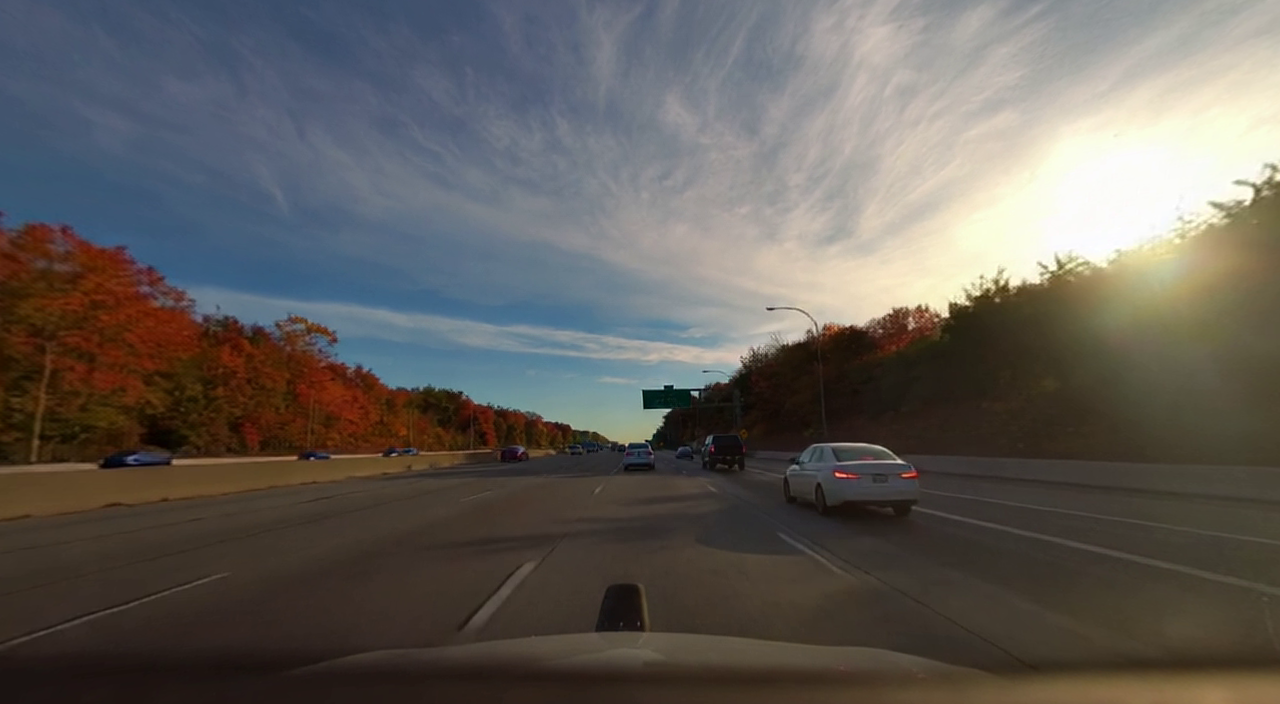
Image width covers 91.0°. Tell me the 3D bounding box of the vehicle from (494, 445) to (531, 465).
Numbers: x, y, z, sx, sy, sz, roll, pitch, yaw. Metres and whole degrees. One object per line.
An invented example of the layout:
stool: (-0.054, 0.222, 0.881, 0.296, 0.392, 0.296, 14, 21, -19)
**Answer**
vehicle: (-9.960, 8.077, 49.475, 1.989, 1.529, 4.433, 0, -9, 1)

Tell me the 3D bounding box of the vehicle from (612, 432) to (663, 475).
vehicle: (-0.095, 5.068, 31.565, 2.372, 1.957, 5.121, 0, -9, 0)

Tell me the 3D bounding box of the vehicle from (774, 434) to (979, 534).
vehicle: (4.156, 2.393, 12.114, 2.057, 1.508, 4.767, 0, -9, 0)

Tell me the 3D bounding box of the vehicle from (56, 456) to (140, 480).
vehicle: (-39.099, 8.347, 45.583, 2.022, 1.549, 4.601, 0, -9, 0)

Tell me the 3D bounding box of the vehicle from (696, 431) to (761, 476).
vehicle: (4.268, 5.018, 31.413, 2.388, 1.998, 5.749, 0, -9, 0)
